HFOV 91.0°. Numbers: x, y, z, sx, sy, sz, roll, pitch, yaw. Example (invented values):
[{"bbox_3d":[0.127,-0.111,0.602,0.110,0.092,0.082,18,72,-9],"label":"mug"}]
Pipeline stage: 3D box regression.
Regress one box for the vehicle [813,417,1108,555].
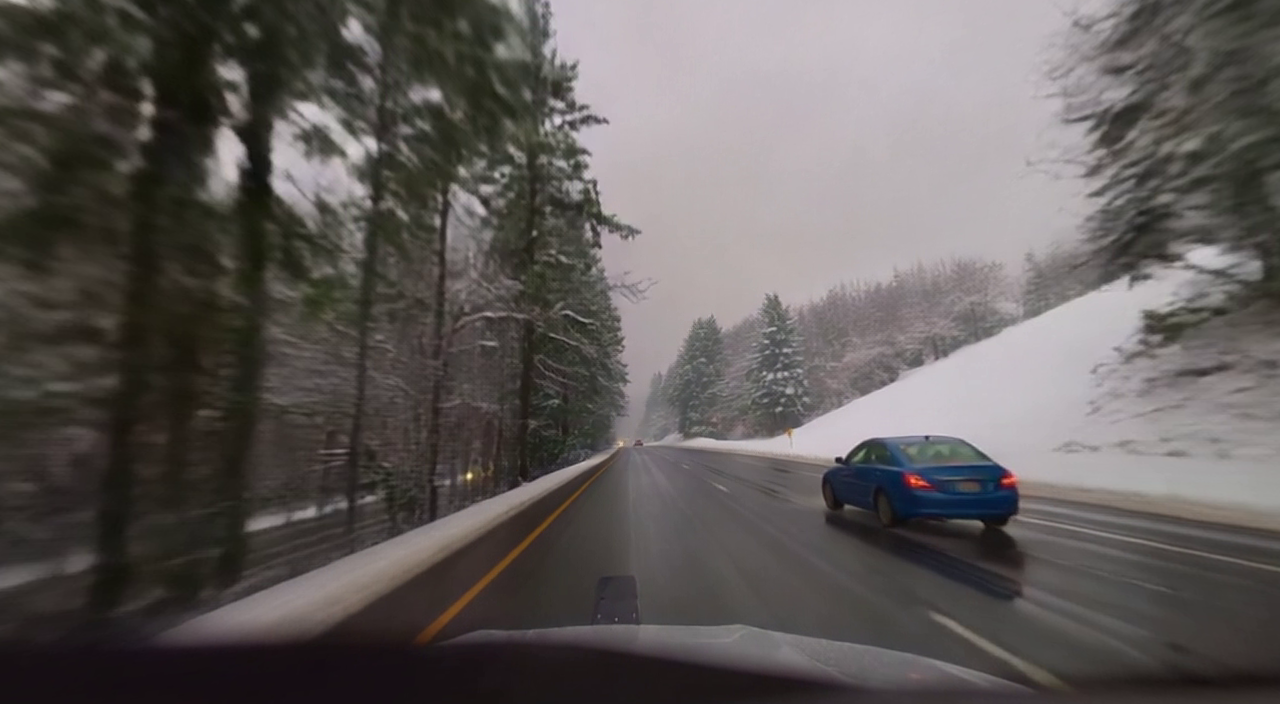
[{"bbox_3d":[4.276,1.844,9.511,1.905,1.525,4.719,0,-8,-1],"label":"vehicle"}]
